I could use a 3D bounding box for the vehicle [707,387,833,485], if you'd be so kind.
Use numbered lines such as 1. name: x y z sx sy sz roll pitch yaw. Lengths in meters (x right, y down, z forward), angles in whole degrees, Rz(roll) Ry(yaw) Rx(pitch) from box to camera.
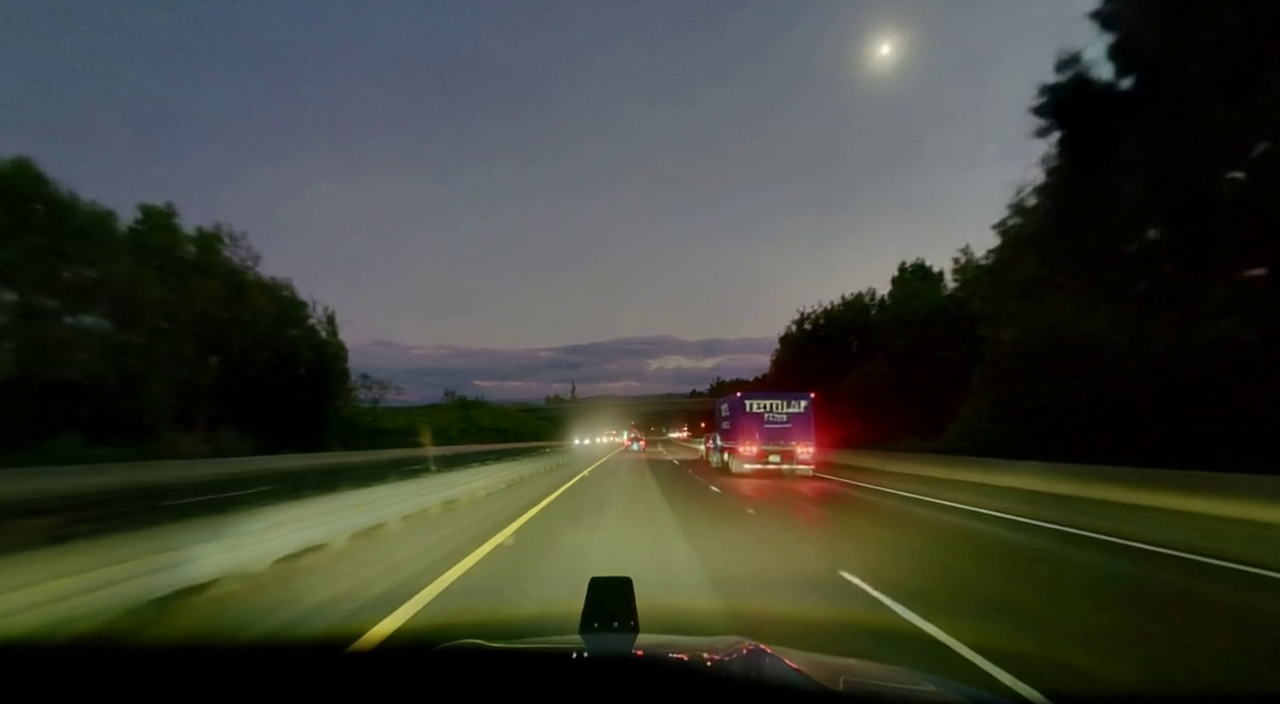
1. vehicle: 4.003 2.779 21.053 2.715 2.746 6.550 0 -7 -1

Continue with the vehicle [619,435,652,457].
1. vehicle: -0.285 6.058 40.645 1.996 1.325 4.029 0 -7 0
